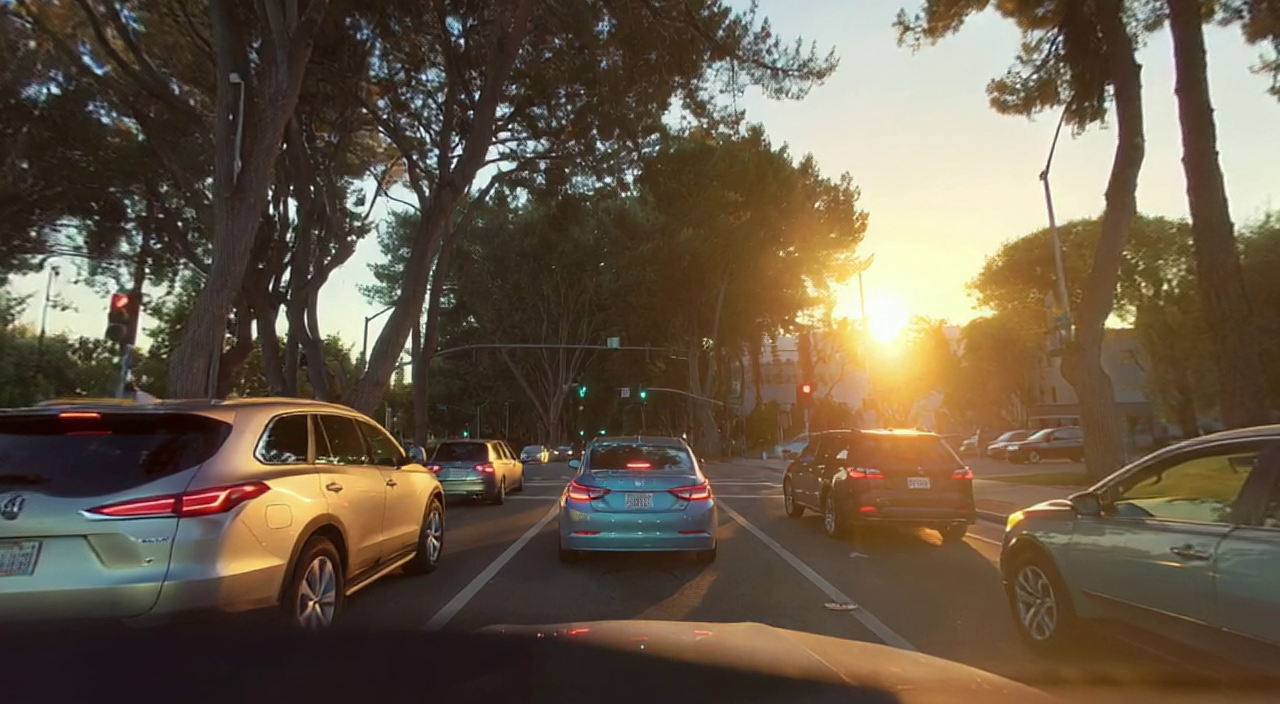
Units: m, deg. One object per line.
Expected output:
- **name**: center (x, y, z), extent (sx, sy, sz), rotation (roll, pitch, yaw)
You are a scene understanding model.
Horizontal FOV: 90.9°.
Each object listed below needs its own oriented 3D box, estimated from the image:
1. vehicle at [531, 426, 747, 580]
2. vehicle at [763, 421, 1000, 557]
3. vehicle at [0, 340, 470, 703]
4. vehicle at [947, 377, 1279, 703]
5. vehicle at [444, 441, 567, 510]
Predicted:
- **vehicle**: center (-0.033, 1.802, 8.324), extent (2.147, 1.507, 3.953), rotation (0, -8, -1)
- **vehicle**: center (3.411, 2.019, 10.019), extent (2.040, 1.647, 4.379), rotation (0, -9, 0)
- **vehicle**: center (-3.145, 1.163, 5.052), extent (2.168, 1.750, 4.625), rotation (-1, -9, 1)
- **vehicle**: center (3.322, 0.962, 2.822), extent (1.899, 1.588, 3.888), rotation (0, -8, 0)
- **vehicle**: center (-3.060, 2.902, 15.312), extent (1.975, 1.420, 4.196), rotation (-1, -9, 1)
